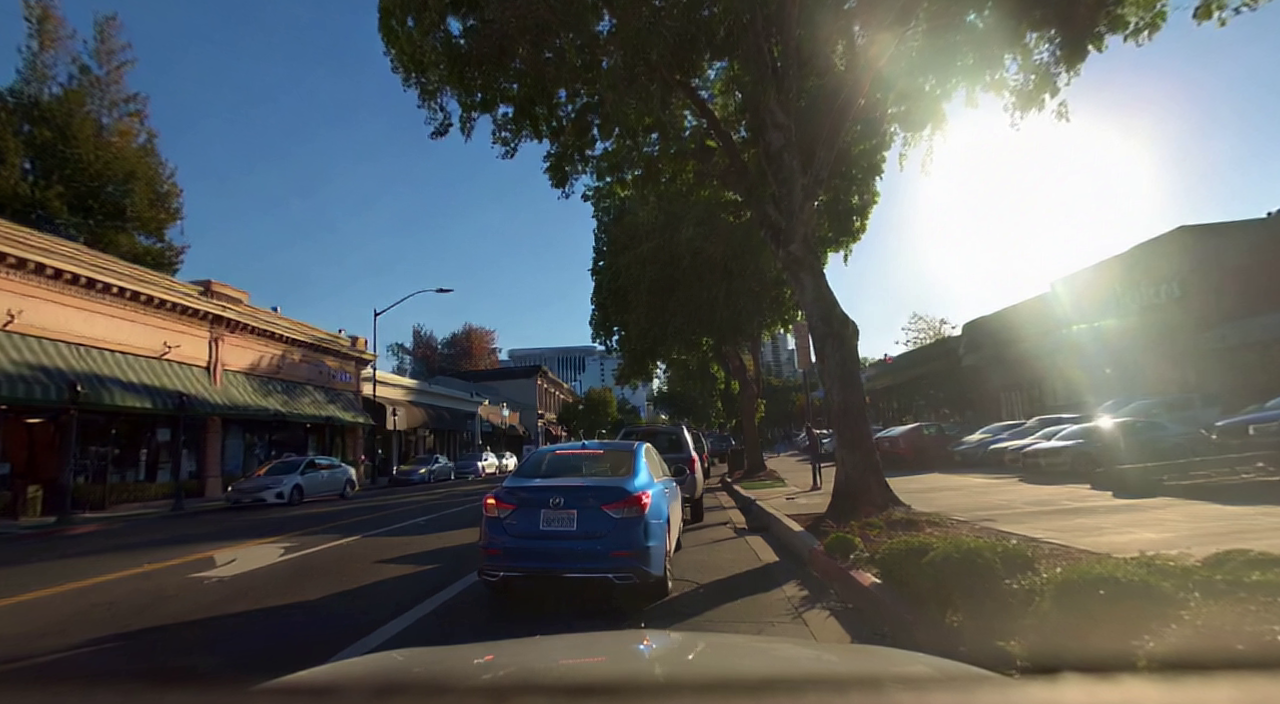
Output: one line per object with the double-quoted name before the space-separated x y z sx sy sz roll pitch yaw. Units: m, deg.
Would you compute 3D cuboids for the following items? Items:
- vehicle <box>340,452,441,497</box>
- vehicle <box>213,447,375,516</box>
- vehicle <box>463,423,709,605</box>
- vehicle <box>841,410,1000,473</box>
"vehicle" -10.251 5.032 26.283 1.826 1.432 4.556 -7 -9 8
"vehicle" -11.001 4.069 20.592 2.081 1.718 5.342 -6 -9 3
"vehicle" -0.271 1.638 7.305 1.939 1.478 3.922 -1 -8 9
"vehicle" 8.999 2.833 20.217 4.558 1.528 1.915 -2 -7 -23
